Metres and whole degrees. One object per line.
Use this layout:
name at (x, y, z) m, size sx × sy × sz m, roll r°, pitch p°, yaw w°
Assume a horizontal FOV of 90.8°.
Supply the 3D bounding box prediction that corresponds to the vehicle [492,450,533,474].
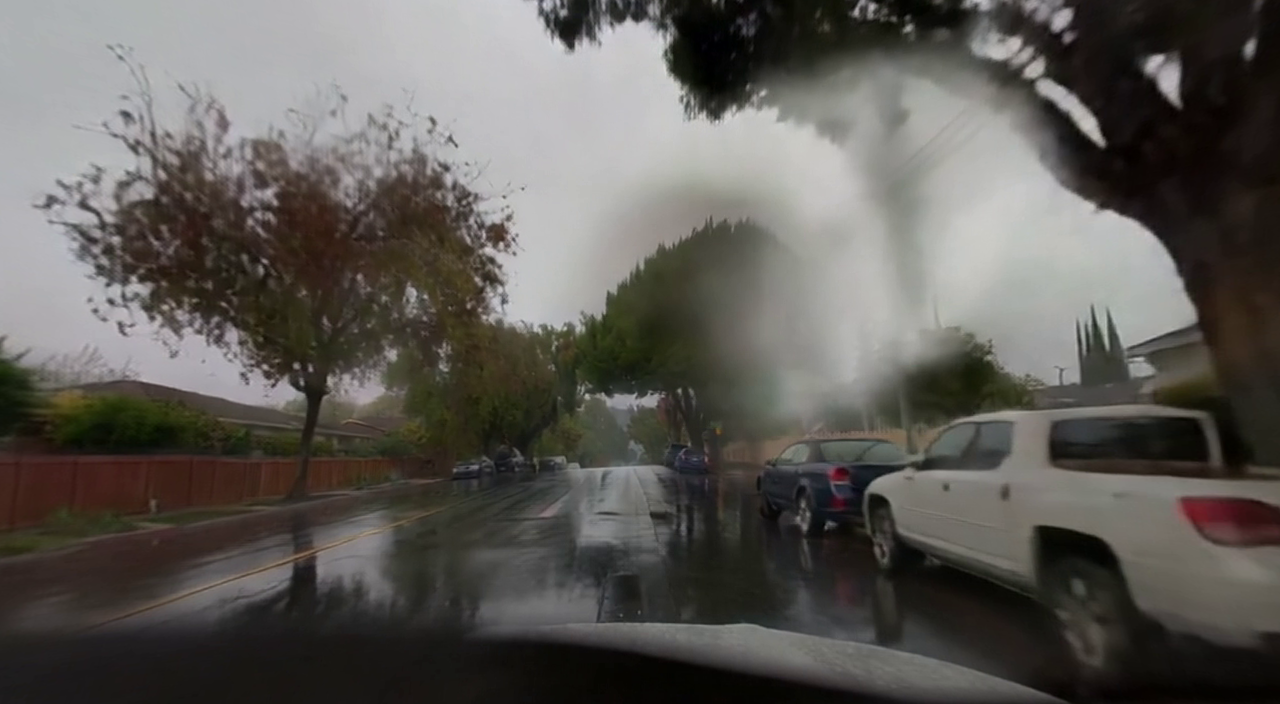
vehicle at (-9.138, 7.918, 45.686) m, size 2.027 × 1.584 × 4.476 m, roll -1°, pitch -9°, yaw 1°

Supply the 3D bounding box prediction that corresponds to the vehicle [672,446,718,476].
vehicle at (2.925, 5.901, 34.405) m, size 1.927 × 1.529 × 4.144 m, roll 0°, pitch -9°, yaw -3°

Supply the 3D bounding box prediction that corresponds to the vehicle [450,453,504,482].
vehicle at (-8.807, 6.234, 34.439) m, size 1.937 × 1.427 × 4.510 m, roll 0°, pitch -9°, yaw -3°

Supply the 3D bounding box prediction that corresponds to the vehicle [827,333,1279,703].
vehicle at (3.154, 1.122, 4.874) m, size 1.928 × 1.751 × 4.537 m, roll 0°, pitch -9°, yaw -1°
